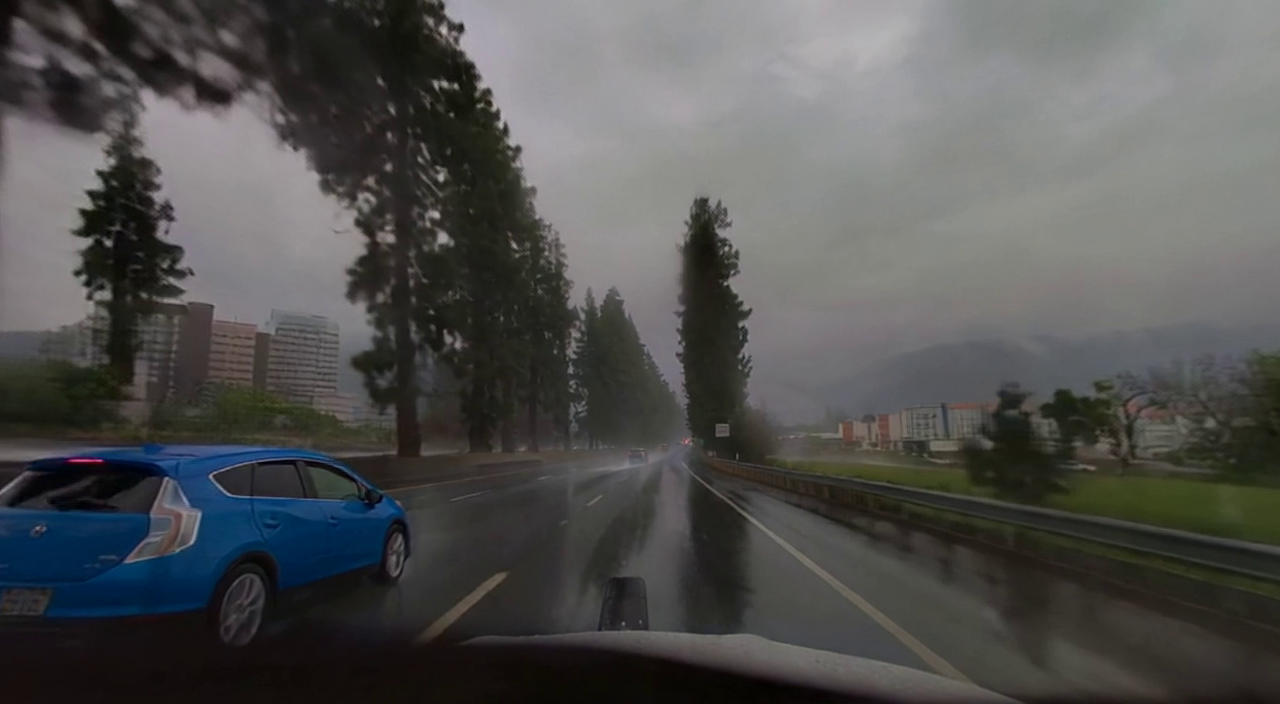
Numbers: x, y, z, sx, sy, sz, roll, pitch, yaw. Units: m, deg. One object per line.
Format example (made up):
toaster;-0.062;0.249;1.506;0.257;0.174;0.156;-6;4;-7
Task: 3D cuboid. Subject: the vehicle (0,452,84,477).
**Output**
vehicle;-42.598;7.945;44.735;1.821;1.533;4.521;-2;-8;8
